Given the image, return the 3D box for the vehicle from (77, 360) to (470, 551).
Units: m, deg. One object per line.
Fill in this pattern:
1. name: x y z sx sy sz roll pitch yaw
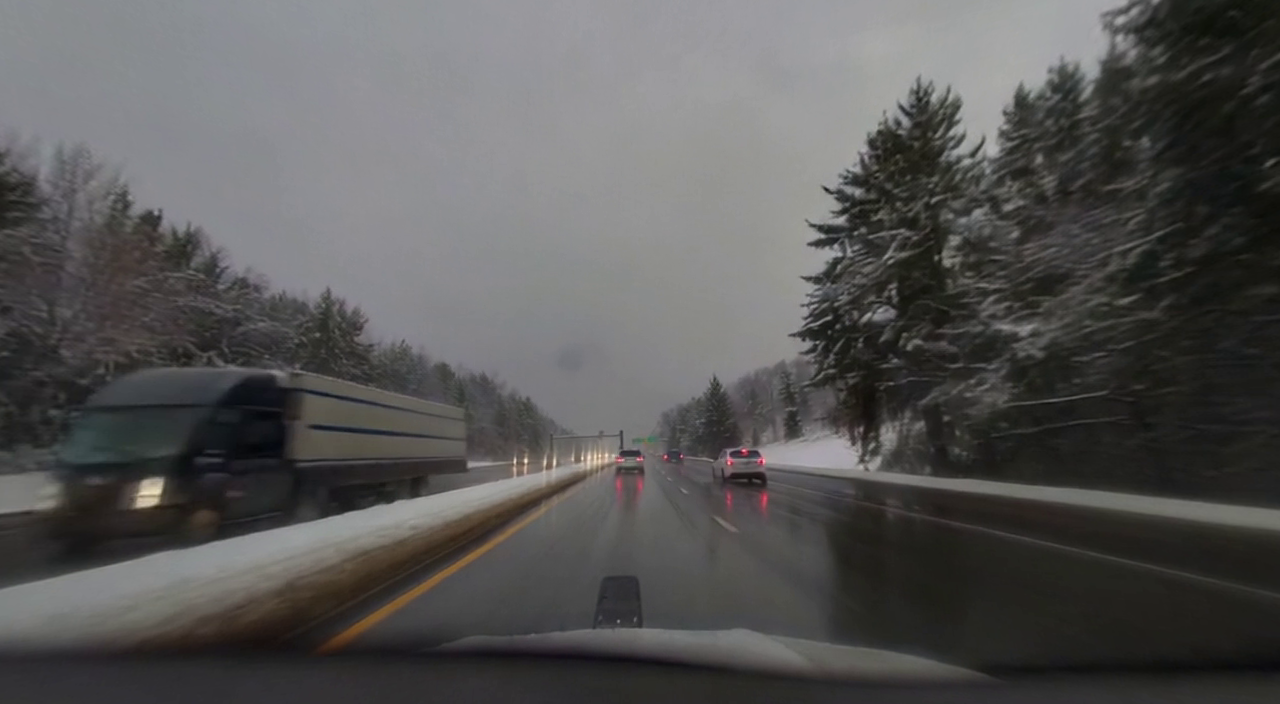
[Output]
1. vehicle: -9.191 3.198 20.283 2.893 3.609 16.653 0 -9 0

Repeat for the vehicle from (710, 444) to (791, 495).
1. vehicle: 3.567 3.892 21.121 1.843 1.505 4.339 0 -9 -1

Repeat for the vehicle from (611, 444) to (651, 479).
1. vehicle: -0.457 5.714 32.912 1.937 1.699 3.936 0 -9 0
